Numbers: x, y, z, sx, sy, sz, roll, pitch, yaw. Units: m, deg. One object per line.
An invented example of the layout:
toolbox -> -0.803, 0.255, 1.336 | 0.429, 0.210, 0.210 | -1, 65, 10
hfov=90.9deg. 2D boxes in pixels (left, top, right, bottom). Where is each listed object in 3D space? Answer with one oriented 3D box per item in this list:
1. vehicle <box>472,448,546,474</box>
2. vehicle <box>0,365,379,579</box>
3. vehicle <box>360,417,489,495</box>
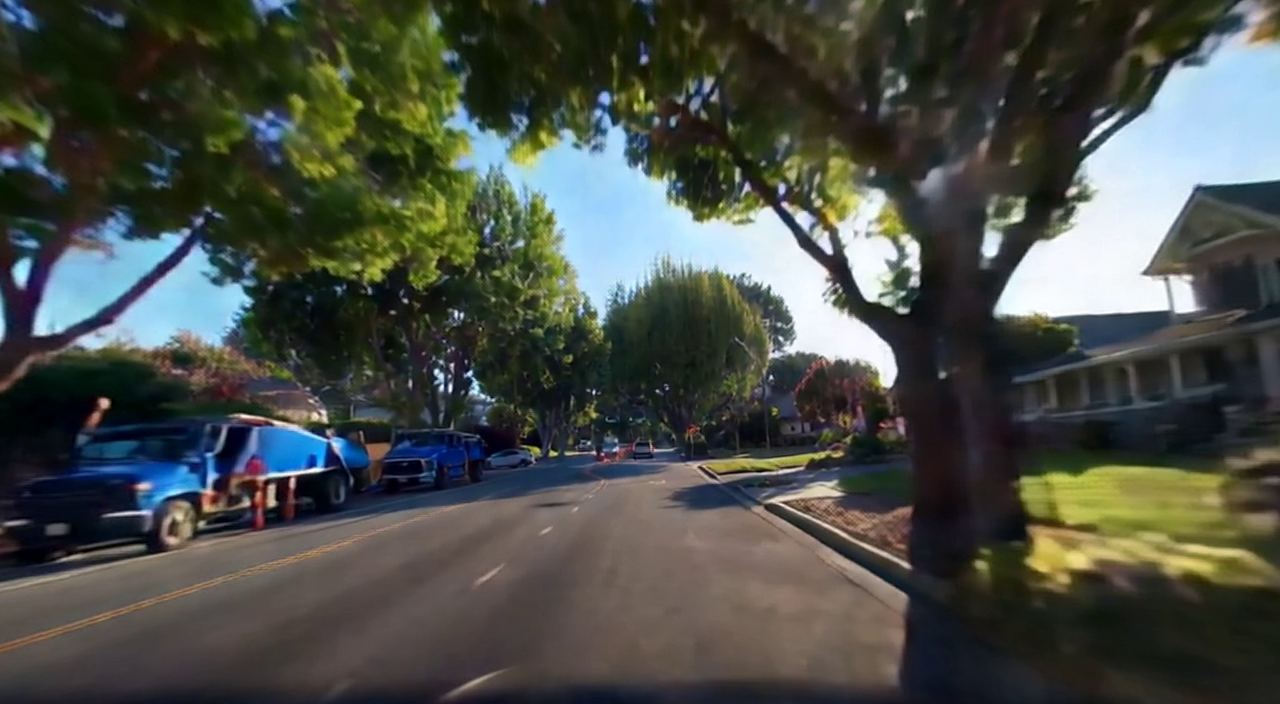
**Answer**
vehicle -> -8.921, 7.418, 43.156 | 4.594, 1.696, 1.971 | 0, -8, -1
vehicle -> -9.390, 2.416, 14.021 | 2.970, 3.068, 9.784 | 0, -8, 0
vehicle -> -9.051, 4.483, 27.531 | 2.816, 2.723, 7.506 | -5, -9, 1
